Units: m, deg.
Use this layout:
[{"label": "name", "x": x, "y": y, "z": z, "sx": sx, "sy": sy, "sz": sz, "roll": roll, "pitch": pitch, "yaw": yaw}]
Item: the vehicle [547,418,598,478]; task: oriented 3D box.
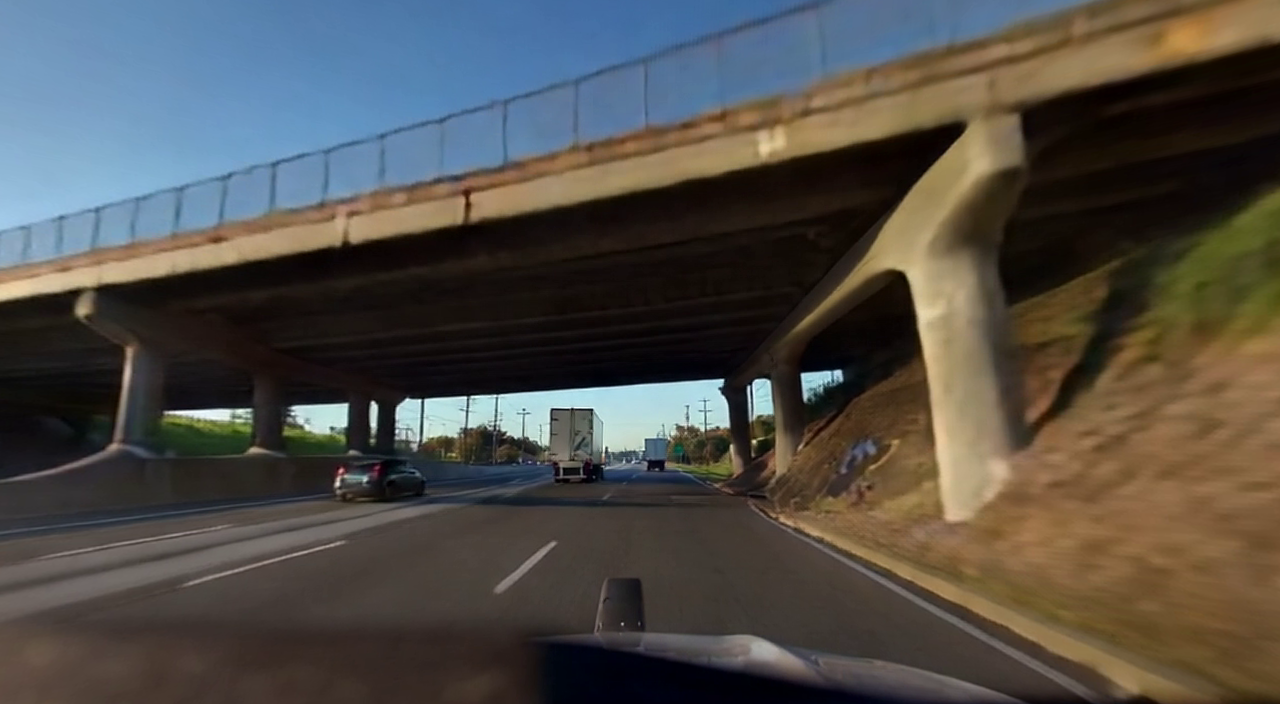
[{"label": "vehicle", "x": -4.927, "y": 7.312, "z": 47.939, "sx": 2.955, "sy": 4.022, "sz": 8.842, "roll": 0, "pitch": -9, "yaw": 0}]

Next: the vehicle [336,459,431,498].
[{"label": "vehicle", "x": -10.320, "y": 5.098, "z": 25.736, "sx": 1.940, "sy": 1.381, "sz": 4.348, "roll": -1, "pitch": -9, "yaw": 2}]
